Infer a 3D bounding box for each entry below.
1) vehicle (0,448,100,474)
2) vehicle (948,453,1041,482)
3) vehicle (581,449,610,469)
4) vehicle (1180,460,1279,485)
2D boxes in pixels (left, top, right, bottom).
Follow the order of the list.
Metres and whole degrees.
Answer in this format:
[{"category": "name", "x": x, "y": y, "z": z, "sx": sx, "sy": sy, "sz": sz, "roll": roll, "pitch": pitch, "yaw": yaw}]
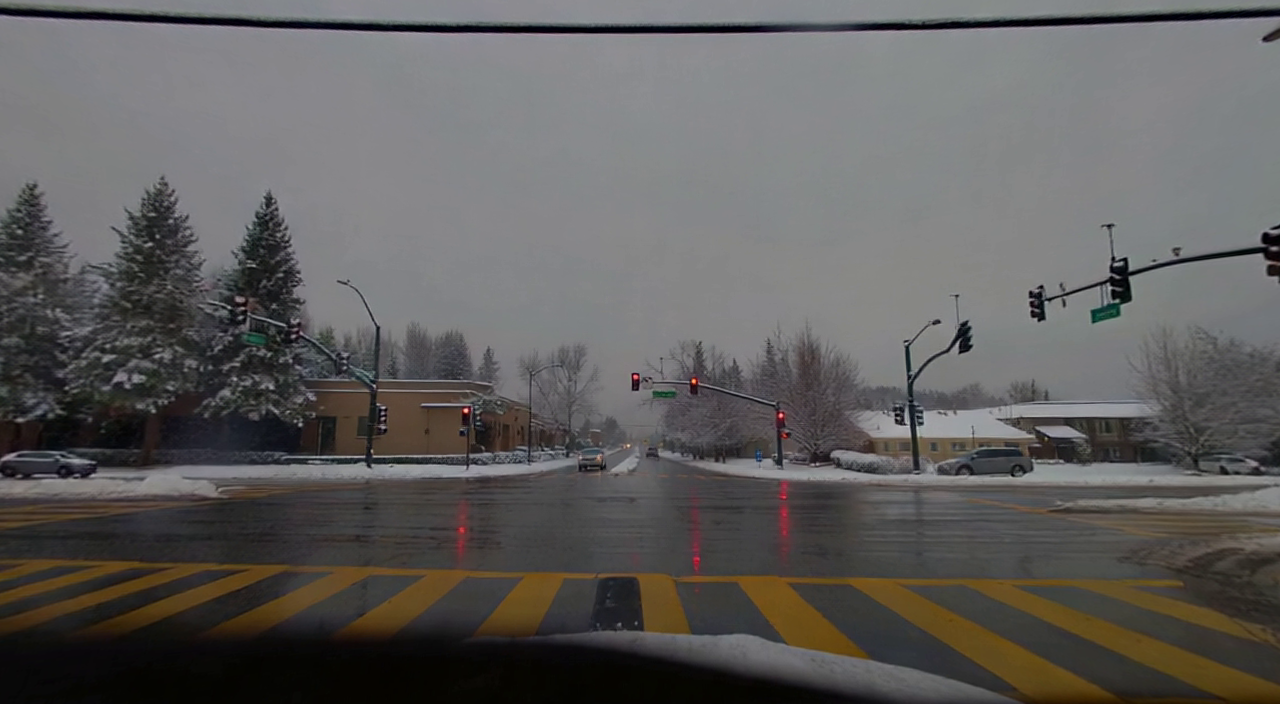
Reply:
[{"category": "vehicle", "x": -35.143, "y": 6.420, "z": 37.178, "sx": 4.741, "sy": 1.447, "sz": 1.807, "roll": 0, "pitch": -9, "yaw": 0}, {"category": "vehicle", "x": 21.095, "y": 6.880, "z": 37.586, "sx": 4.447, "sy": 1.623, "sz": 1.801, "roll": 0, "pitch": -9, "yaw": -3}, {"category": "vehicle", "x": -3.456, "y": 8.359, "z": 49.210, "sx": 1.908, "sy": 1.441, "sz": 4.142, "roll": 0, "pitch": -8, "yaw": 1}, {"category": "vehicle", "x": 36.212, "y": 7.317, "z": 38.301, "sx": 4.976, "sy": 1.428, "sz": 1.929, "roll": 0, "pitch": -9, "yaw": -2}]
